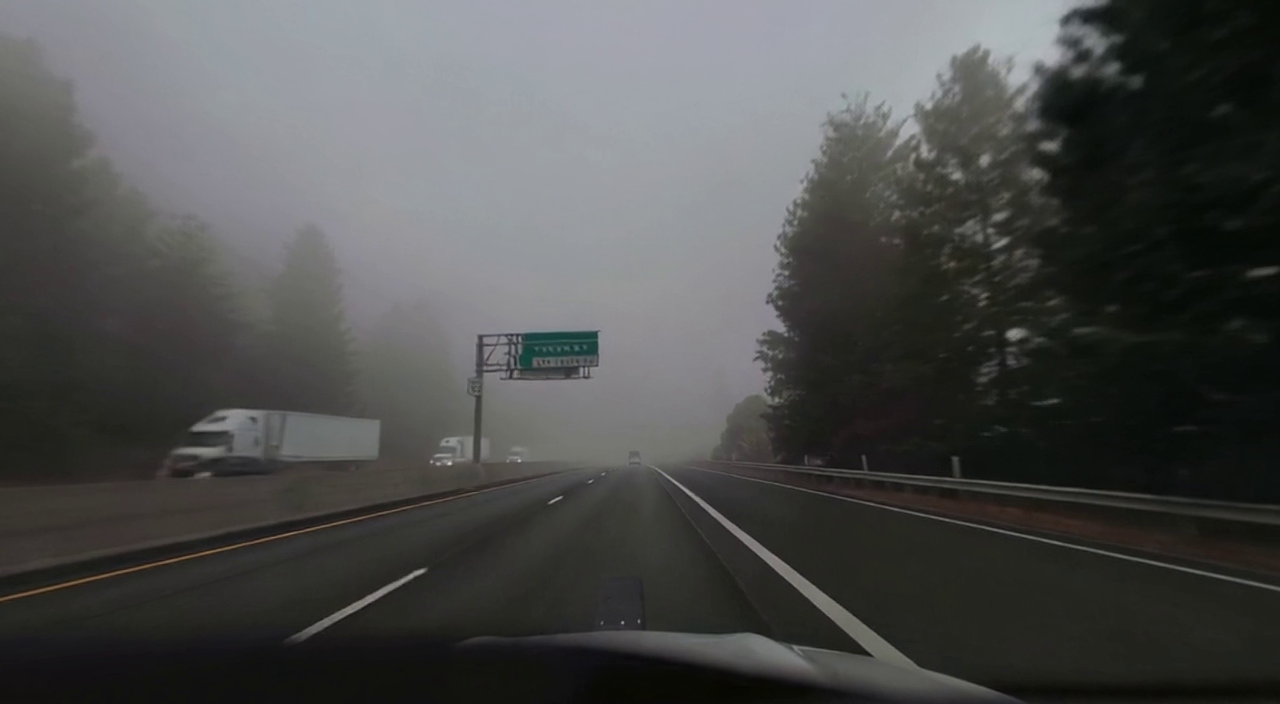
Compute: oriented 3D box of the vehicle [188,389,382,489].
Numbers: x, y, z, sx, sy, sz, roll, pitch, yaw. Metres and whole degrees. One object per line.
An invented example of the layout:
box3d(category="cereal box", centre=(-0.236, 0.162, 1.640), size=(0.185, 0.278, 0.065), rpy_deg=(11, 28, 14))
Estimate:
box3d(category="vehicle", centre=(-15.548, 4.119, 29.097), size=(2.838, 3.762, 10.694), rpy_deg=(0, -9, -1))
